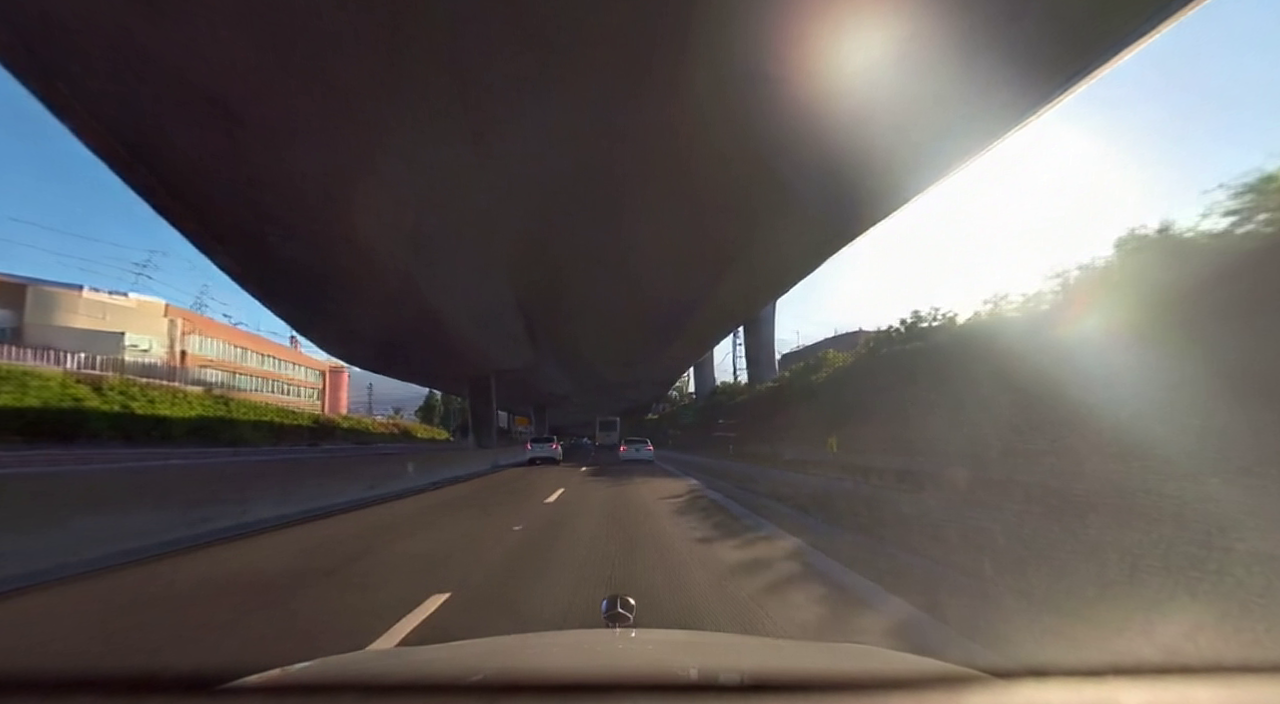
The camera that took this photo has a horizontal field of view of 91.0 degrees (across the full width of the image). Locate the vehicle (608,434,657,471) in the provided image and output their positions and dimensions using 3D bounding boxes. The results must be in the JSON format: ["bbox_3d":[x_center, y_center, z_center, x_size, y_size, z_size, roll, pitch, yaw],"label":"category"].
[{"bbox_3d":[-0.422,4.779,30.161,2.078,1.608,3.982,0,-8,-5],"label":"vehicle"}]

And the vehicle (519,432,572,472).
[{"bbox_3d":[-4.442,4.770,30.233,2.080,1.733,4.410,0,-8,-3],"label":"vehicle"}]
